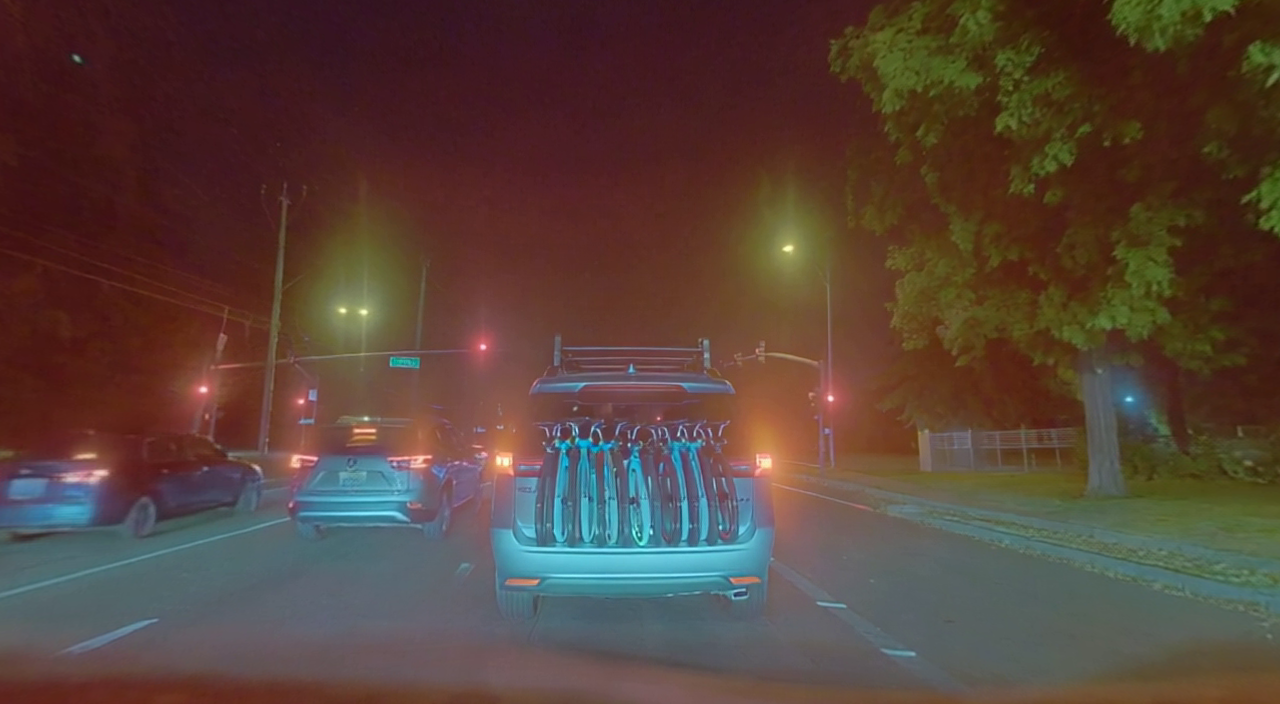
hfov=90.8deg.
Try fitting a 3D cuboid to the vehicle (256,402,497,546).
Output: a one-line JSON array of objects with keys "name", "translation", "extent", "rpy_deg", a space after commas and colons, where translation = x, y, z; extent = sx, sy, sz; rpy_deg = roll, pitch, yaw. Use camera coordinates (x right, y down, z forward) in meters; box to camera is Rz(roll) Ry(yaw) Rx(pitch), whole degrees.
[{"name": "vehicle", "translation": [-4.054, 1.994, 11.033], "extent": [2.337, 1.858, 5.409], "rpy_deg": [1, -9, -6]}]

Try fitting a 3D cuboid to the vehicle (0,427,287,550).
[{"name": "vehicle", "translation": [-7.939, 2.029, 10.151], "extent": [2.024, 1.511, 4.550], "rpy_deg": [0, -8, -2]}]

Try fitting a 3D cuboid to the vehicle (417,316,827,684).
[{"name": "vehicle", "translation": [-0.232, 1.159, 5.999], "extent": [2.333, 2.087, 4.586], "rpy_deg": [0, -8, -4]}]
